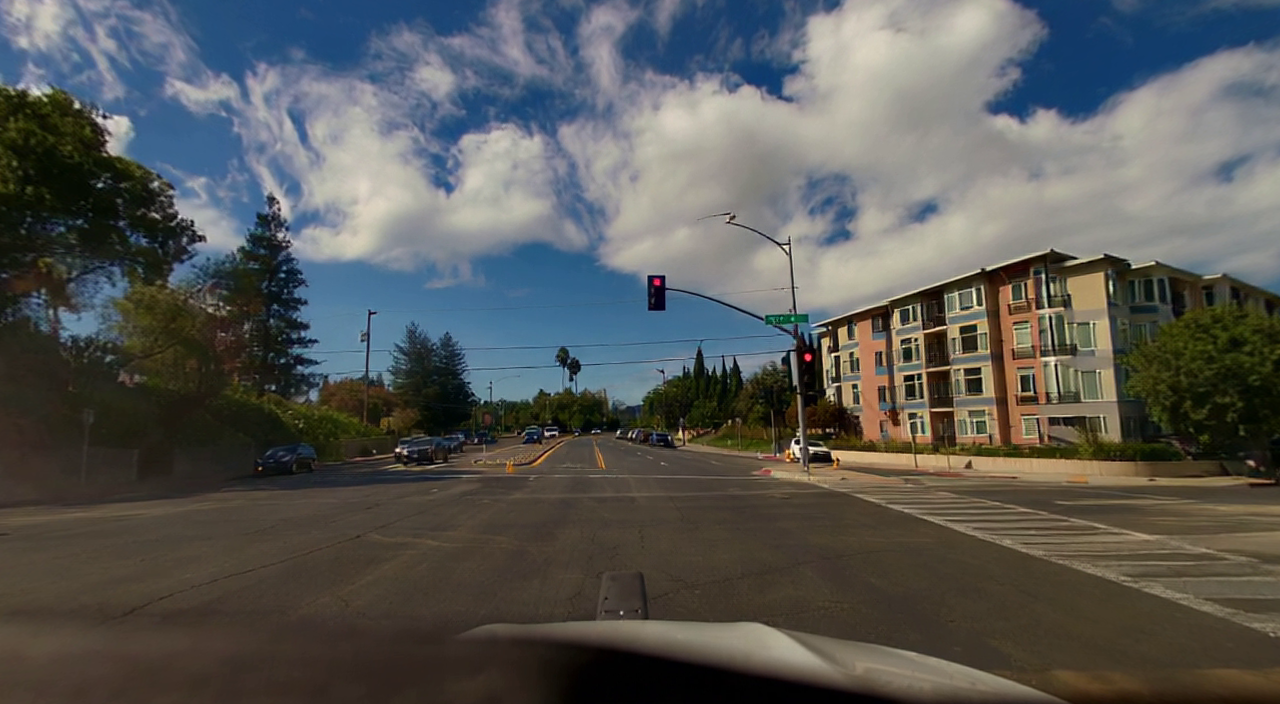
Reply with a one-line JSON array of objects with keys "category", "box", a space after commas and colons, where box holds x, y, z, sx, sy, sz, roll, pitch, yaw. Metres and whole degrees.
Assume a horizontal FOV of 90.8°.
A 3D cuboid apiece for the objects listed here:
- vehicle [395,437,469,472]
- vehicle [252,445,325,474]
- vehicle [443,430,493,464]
[{"category": "vehicle", "box": [-9.673, 4.797, 29.785, 2.116, 1.521, 4.294, 0, -9, -2]}, {"category": "vehicle", "box": [-21.062, 6.468, 38.107, 1.981, 1.628, 4.336, 0, -9, -1]}, {"category": "vehicle", "box": [-9.782, 5.456, 36.174, 1.910, 1.818, 4.057, 0, -9, -3]}]
